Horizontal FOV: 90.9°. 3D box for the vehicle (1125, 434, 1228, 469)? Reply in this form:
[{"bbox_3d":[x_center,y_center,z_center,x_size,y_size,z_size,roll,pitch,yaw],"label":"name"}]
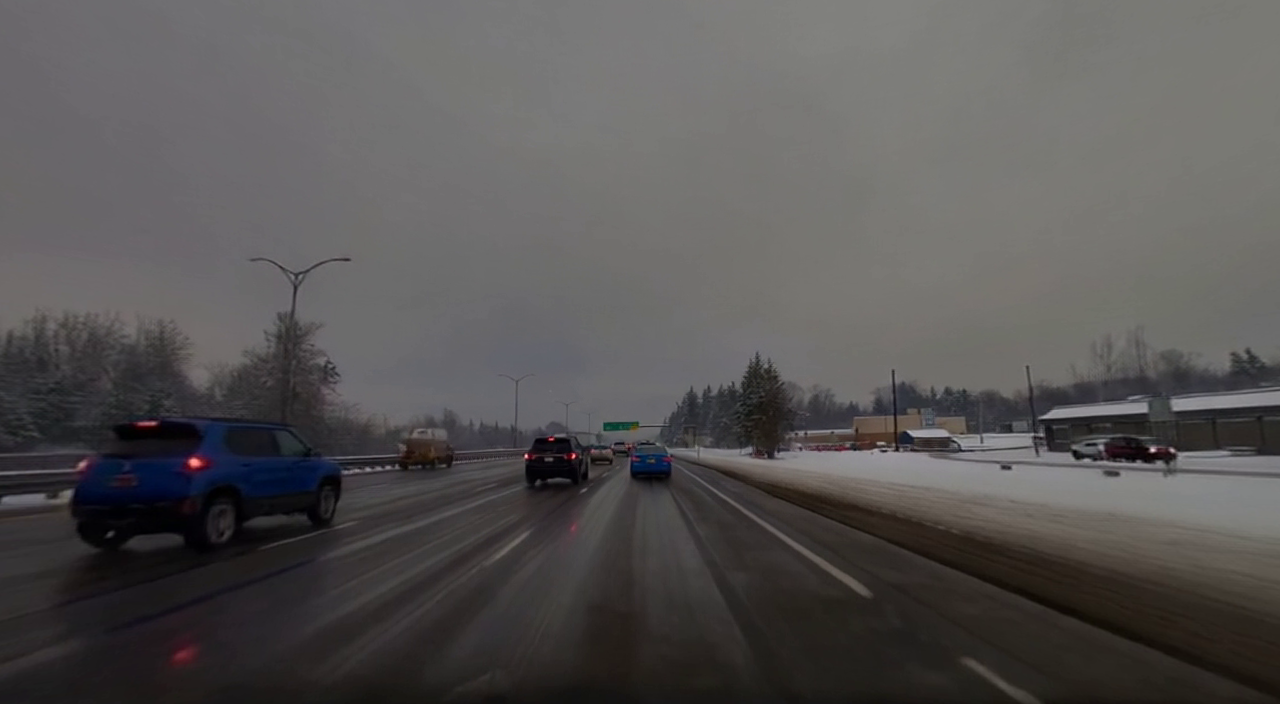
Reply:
[{"bbox_3d":[30.894,5.708,36.549,1.858,1.741,4.683,-2,-7,1],"label":"vehicle"}]

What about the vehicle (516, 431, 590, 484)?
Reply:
[{"bbox_3d":[-3.076,3.825,23.191,2.007,1.730,4.412,0,-8,1],"label":"vehicle"}]

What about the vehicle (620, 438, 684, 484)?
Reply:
[{"bbox_3d":[0.404,3.886,22.738,2.090,1.474,3.970,0,-8,1],"label":"vehicle"}]

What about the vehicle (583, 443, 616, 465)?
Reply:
[{"bbox_3d":[-2.934,7.483,46.451,2.048,1.497,4.466,0,-8,1],"label":"vehicle"}]

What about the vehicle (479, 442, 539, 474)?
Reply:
[{"bbox_3d":[-6.338,5.171,31.029,1.933,1.439,4.441,0,-8,1],"label":"vehicle"}]

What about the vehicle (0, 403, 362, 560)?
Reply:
[{"bbox_3d":[-6.499,1.853,9.793,2.125,1.804,4.864,0,-8,0],"label":"vehicle"}]

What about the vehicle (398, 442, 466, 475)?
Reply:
[{"bbox_3d":[-10.083,5.158,30.910,1.861,1.495,4.007,0,-8,1],"label":"vehicle"}]

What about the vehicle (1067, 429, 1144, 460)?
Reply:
[{"bbox_3d":[30.899,6.184,41.998,1.939,1.888,3.984,0,-9,-1],"label":"vehicle"}]
